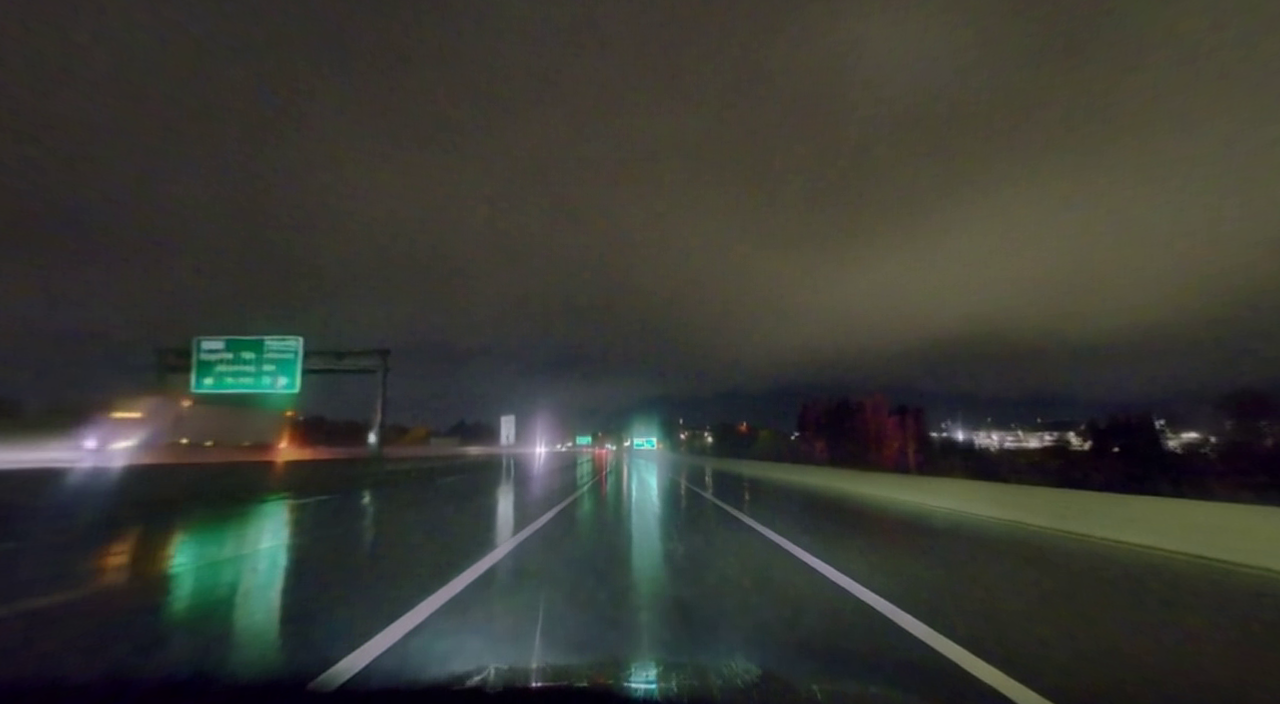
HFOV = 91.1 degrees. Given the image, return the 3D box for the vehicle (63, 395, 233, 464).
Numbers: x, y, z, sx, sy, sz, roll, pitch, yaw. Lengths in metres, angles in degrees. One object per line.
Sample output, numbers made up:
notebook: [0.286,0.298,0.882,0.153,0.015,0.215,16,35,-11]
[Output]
vehicle: [-31.824,5.277,41.610,2.947,3.997,10.418,0,-9,-2]
